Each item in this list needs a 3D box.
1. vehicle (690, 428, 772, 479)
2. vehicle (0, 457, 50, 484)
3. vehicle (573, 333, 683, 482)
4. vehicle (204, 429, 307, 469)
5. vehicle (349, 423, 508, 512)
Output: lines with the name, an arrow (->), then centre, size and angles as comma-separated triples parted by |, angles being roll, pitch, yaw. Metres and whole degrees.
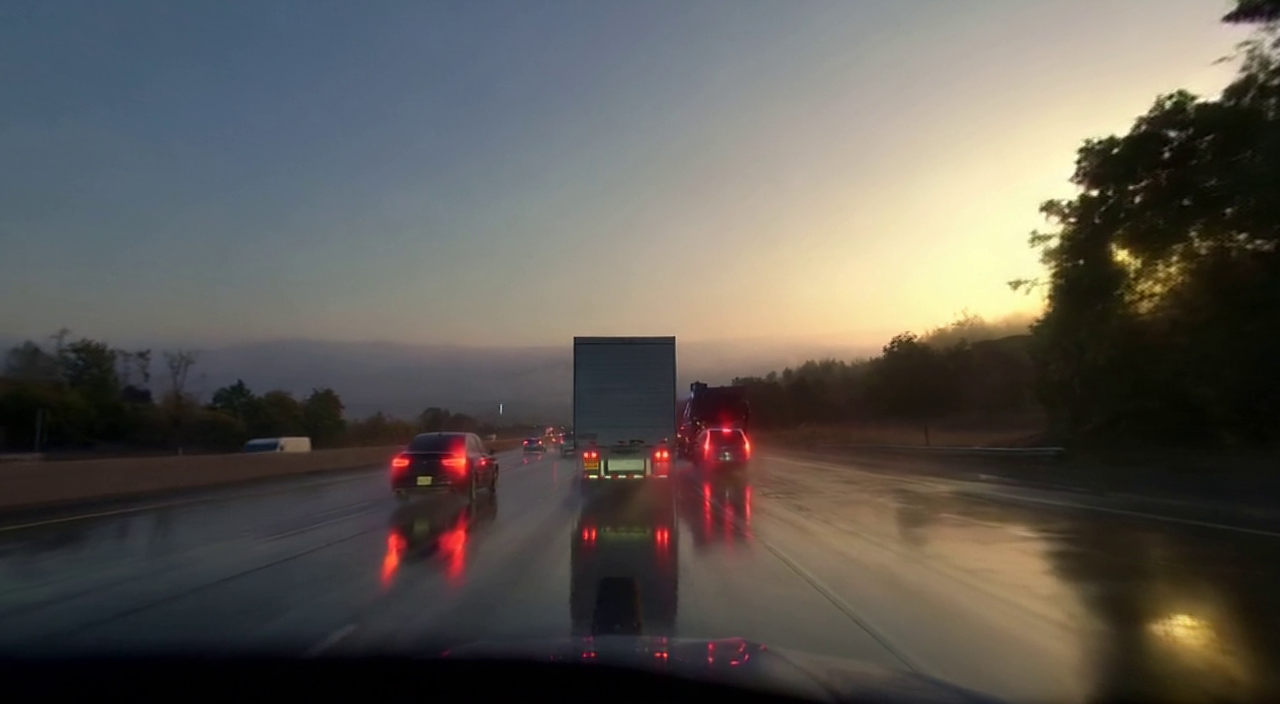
vehicle -> 2.890, 3.307, 20.858 | 1.976, 1.513, 4.065 | 0, -8, -2
vehicle -> -39.003, 7.246, 38.316 | 1.762, 1.501, 4.228 | -1, -8, 6
vehicle -> -0.450, 2.132, 21.938 | 2.938, 4.033, 9.980 | 0, -8, -1
vehicle -> -19.751, 4.993, 32.617 | 2.233, 1.914, 4.893 | 0, -8, -1
vehicle -> -4.008, 2.220, 12.648 | 1.882, 1.493, 3.828 | 0, -8, 0
